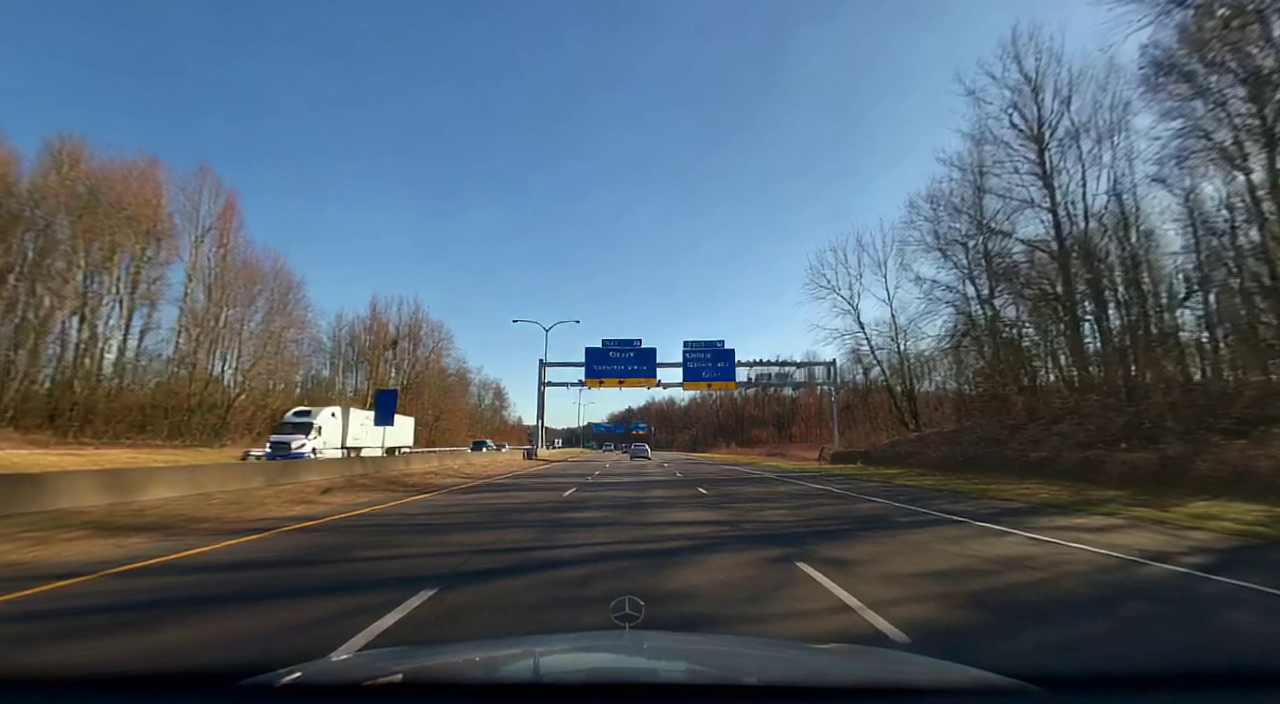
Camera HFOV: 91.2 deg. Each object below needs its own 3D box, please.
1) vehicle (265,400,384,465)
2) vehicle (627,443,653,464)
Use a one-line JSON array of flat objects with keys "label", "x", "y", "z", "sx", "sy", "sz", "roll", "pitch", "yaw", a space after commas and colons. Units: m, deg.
[{"label": "vehicle", "x": -21.197, "y": 5.637, "z": 43.081, "sx": 2.940, "sy": 3.918, "sz": 9.839, "roll": 0, "pitch": -9, "yaw": 0}, {"label": "vehicle", "x": -0.001, "y": 7.506, "z": 46.648, "sx": 1.859, "sy": 1.478, "sz": 3.799, "roll": 0, "pitch": -8, "yaw": 0}]
